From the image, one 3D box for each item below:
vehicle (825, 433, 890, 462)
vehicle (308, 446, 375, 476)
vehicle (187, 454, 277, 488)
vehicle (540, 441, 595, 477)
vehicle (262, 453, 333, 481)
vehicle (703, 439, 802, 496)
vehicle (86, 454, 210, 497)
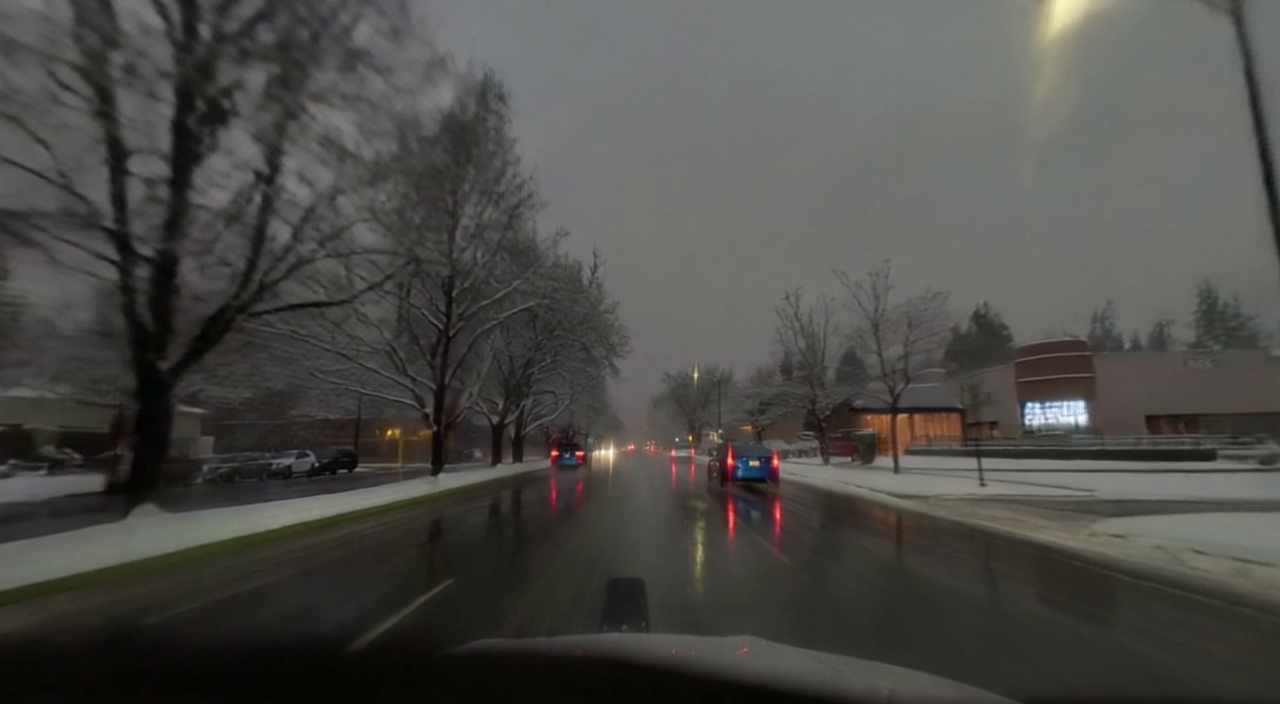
[{"bbox_3d":[16.832,7.401,49.109,2.160,2.093,5.795,1,-9,-10],"label":"vehicle"},{"bbox_3d":[-22.270,8.114,47.341,2.255,2.117,5.319,-1,-8,2],"label":"vehicle"},{"bbox_3d":[-22.379,6.517,34.806,1.794,1.664,4.582,0,-8,1],"label":"vehicle"},{"bbox_3d":[-3.433,5.127,30.484,2.113,1.626,4.129,0,-8,1],"label":"vehicle"},{"bbox_3d":[-22.257,7.469,41.182,1.887,1.669,4.753,0,-8,1],"label":"vehicle"},{"bbox_3d":[3.166,3.358,18.769,2.083,1.474,4.360,0,-8,-1],"label":"vehicle"},{"bbox_3d":[-22.515,5.637,29.138,1.918,1.698,4.581,-1,-8,1],"label":"vehicle"}]
